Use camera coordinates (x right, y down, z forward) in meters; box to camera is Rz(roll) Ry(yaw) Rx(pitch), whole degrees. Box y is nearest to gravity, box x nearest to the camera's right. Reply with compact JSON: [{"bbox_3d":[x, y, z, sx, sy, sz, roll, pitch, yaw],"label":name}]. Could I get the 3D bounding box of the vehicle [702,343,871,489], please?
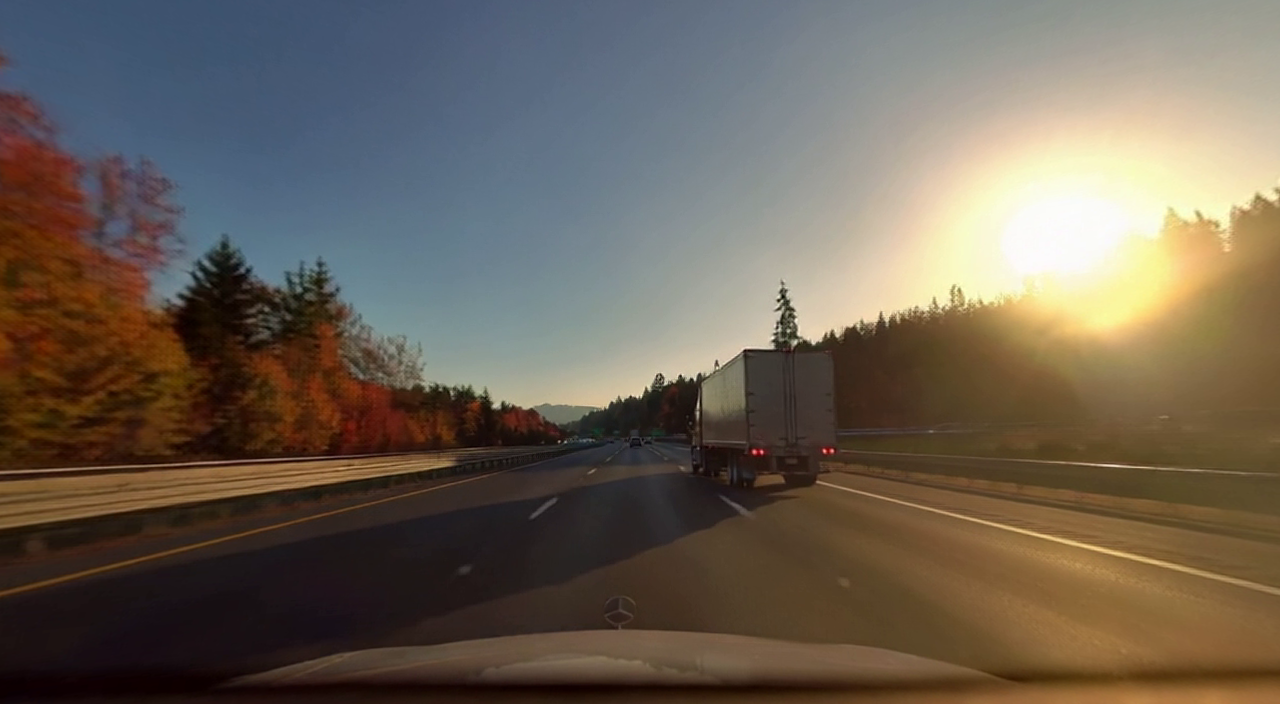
[{"bbox_3d":[4.306,2.292,21.112,3.348,3.847,8.908,0,-8,-1],"label":"vehicle"}]
